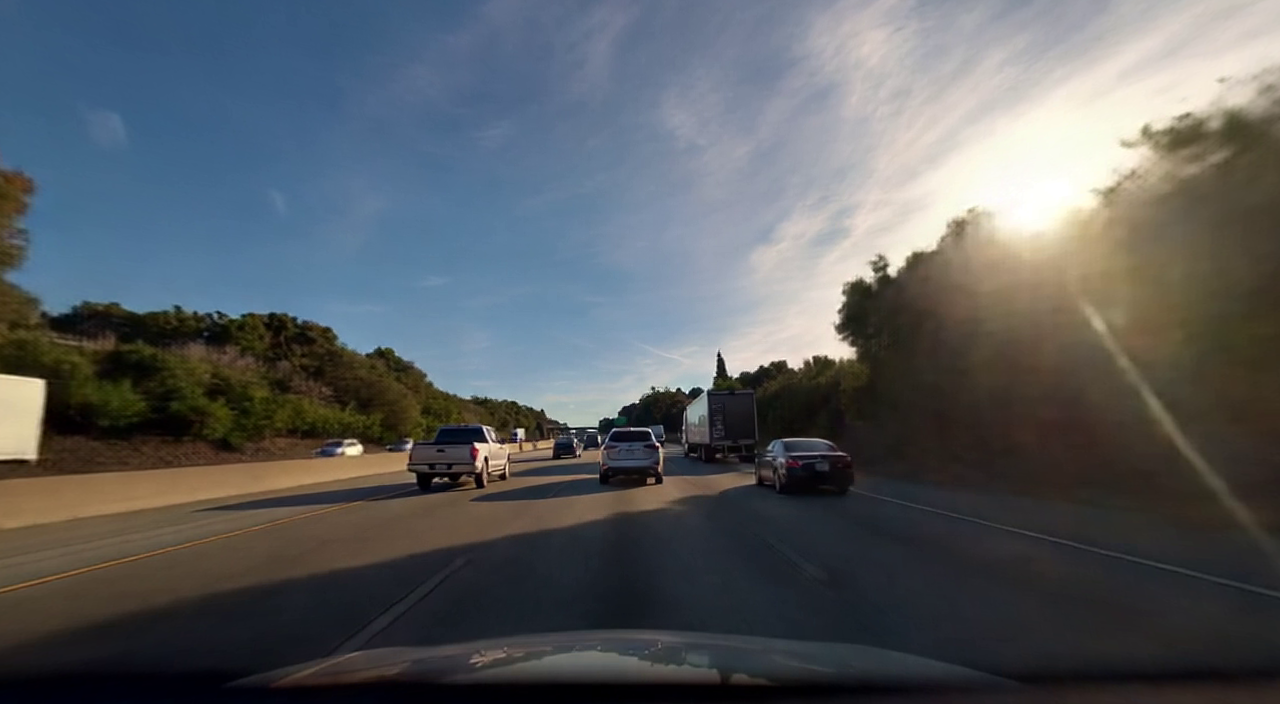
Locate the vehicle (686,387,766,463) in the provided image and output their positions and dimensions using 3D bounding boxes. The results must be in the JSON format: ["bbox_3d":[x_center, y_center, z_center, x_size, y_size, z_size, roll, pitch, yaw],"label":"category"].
[{"bbox_3d":[5.174,4.910,41.281,2.888,4.135,14.071,0,-8,-2],"label":"vehicle"}]

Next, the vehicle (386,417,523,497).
[{"bbox_3d":[-4.546,2.649,16.347,2.101,1.767,4.702,0,-8,0],"label":"vehicle"}]

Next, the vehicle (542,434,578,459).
[{"bbox_3d":[-5.476,6.478,43.465,1.971,1.648,3.983,0,-8,-1],"label":"vehicle"}]

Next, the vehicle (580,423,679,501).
[{"bbox_3d":[-0.249,2.584,15.245,2.083,1.647,3.799,0,-8,-1],"label":"vehicle"}]

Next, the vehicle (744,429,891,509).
[{"bbox_3d":[3.672,2.472,13.850,1.951,1.477,3.963,0,-8,-2],"label":"vehicle"}]
